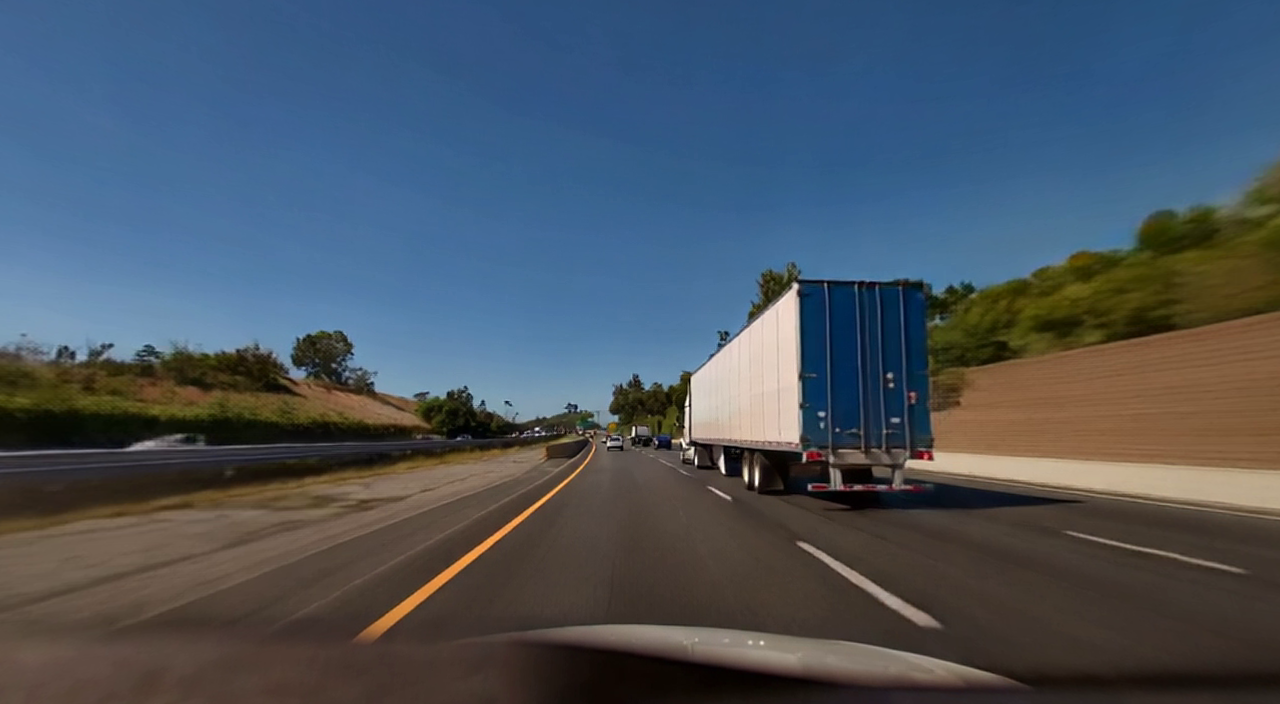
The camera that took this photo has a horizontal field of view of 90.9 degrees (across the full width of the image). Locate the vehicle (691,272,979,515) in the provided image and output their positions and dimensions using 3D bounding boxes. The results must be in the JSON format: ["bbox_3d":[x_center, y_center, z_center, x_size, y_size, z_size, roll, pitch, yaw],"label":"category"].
[{"bbox_3d":[3.780,1.552,17.603,2.965,4.033,14.299,0,-7,-2],"label":"vehicle"}]
